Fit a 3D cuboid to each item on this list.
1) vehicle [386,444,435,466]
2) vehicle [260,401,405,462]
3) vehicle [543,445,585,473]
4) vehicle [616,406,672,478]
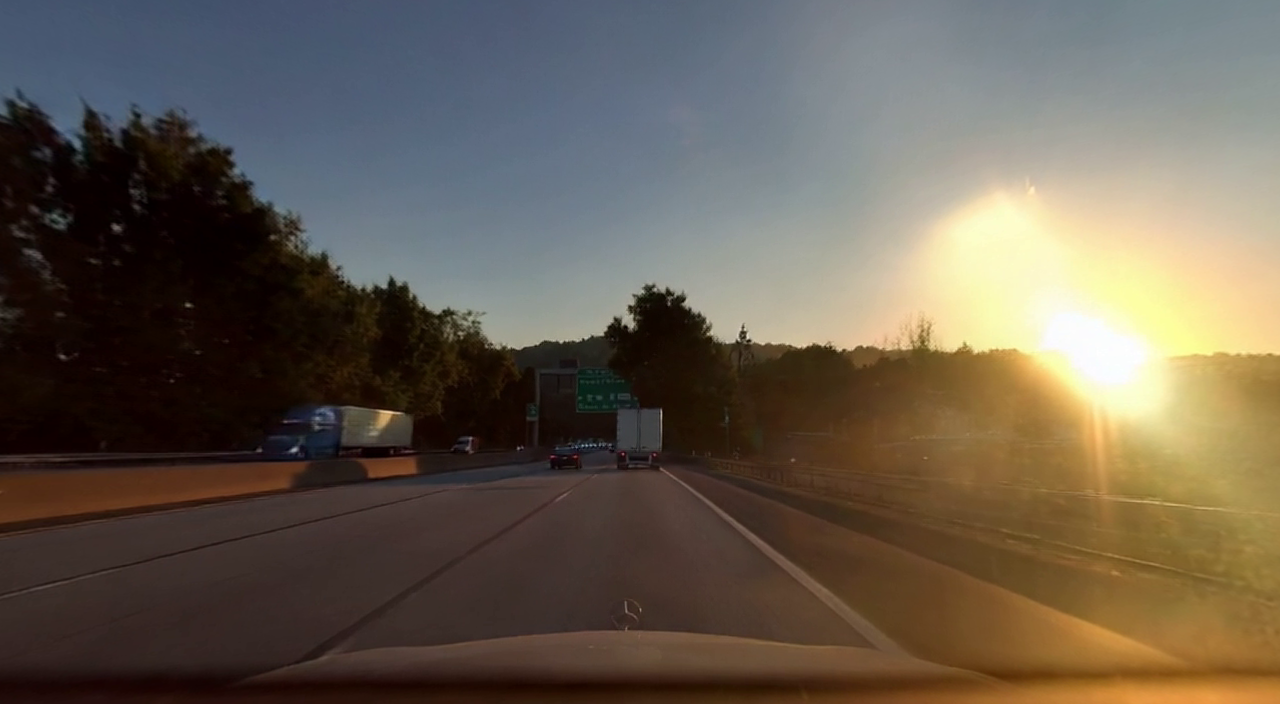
[{"bbox_3d":[-16.169,7.290,44.678,1.840,1.474,4.451,0,-9,0],"label":"vehicle"},{"bbox_3d":[-23.292,6.560,49.908,3.069,3.979,17.930,0,-9,-2],"label":"vehicle"},{"bbox_3d":[-4.432,6.322,37.481,1.964,1.556,4.071,0,-9,0],"label":"vehicle"},{"bbox_3d":[0.118,5.769,39.726,2.976,3.800,12.335,0,-9,-1],"label":"vehicle"}]
